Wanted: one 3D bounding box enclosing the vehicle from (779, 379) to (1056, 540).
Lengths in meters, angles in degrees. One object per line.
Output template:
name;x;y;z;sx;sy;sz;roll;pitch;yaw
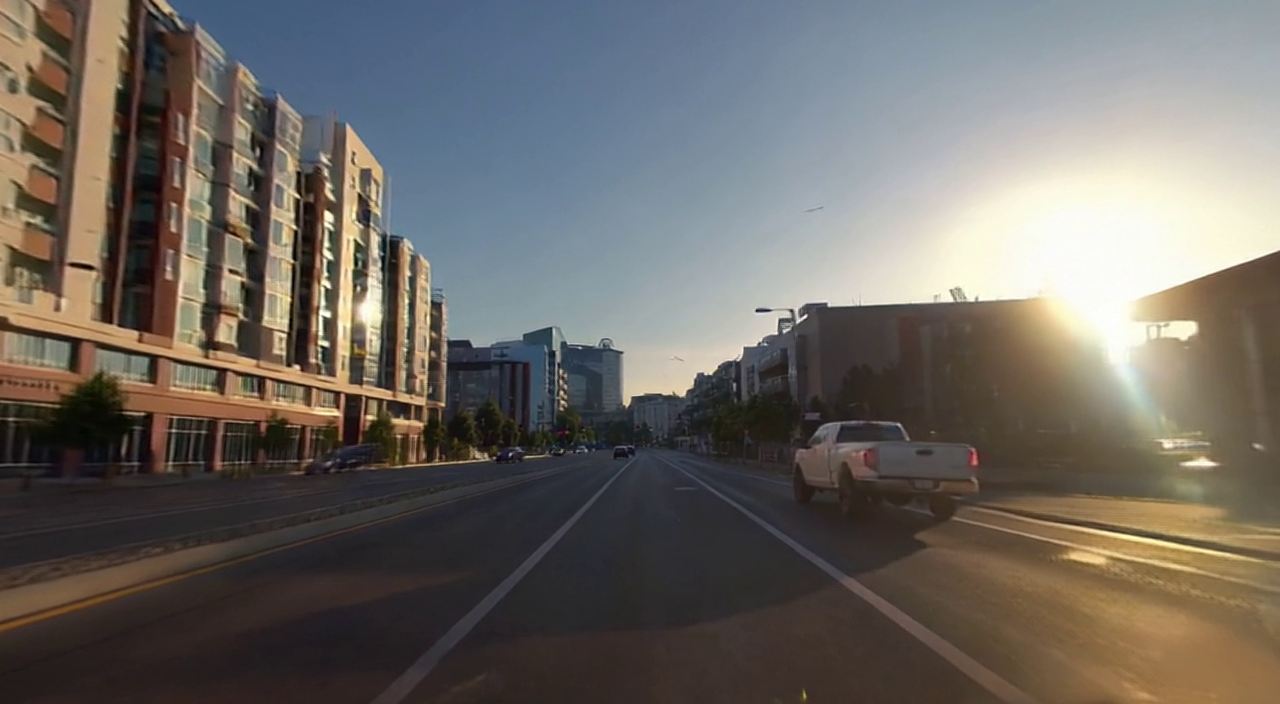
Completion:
vehicle;4.812;2.044;12.492;2.723;2.409;5.869;0;-9;-1
